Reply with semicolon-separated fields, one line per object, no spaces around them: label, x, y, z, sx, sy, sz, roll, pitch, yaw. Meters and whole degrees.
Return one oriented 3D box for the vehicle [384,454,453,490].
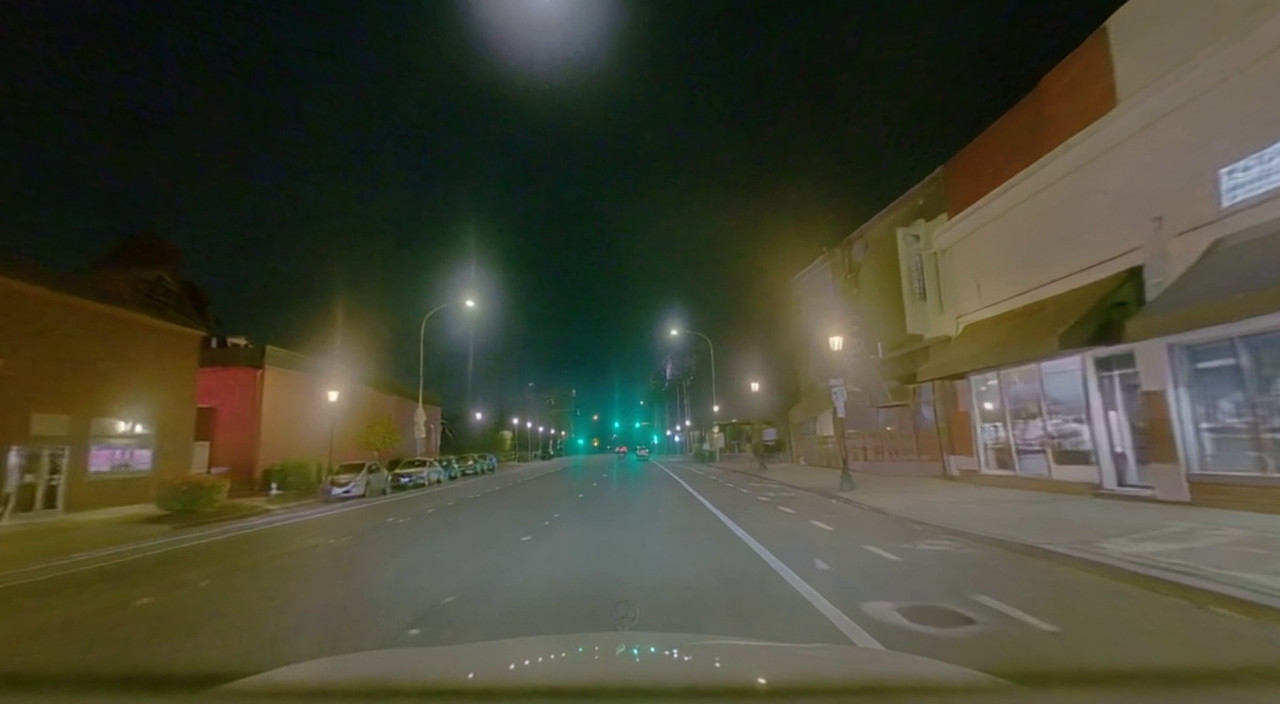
vehicle;-10.806;5.850;31.133;1.837;1.586;4.155;0;-8;0

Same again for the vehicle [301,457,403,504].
vehicle;-10.763;4.806;24.022;1.784;1.502;4.344;0;-8;1

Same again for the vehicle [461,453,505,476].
vehicle;-10.840;7.799;43.951;1.828;1.470;4.523;0;-8;1

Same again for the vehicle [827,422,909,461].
vehicle;12.581;5.039;35.334;2.532;1.997;5.001;0;-9;-2
